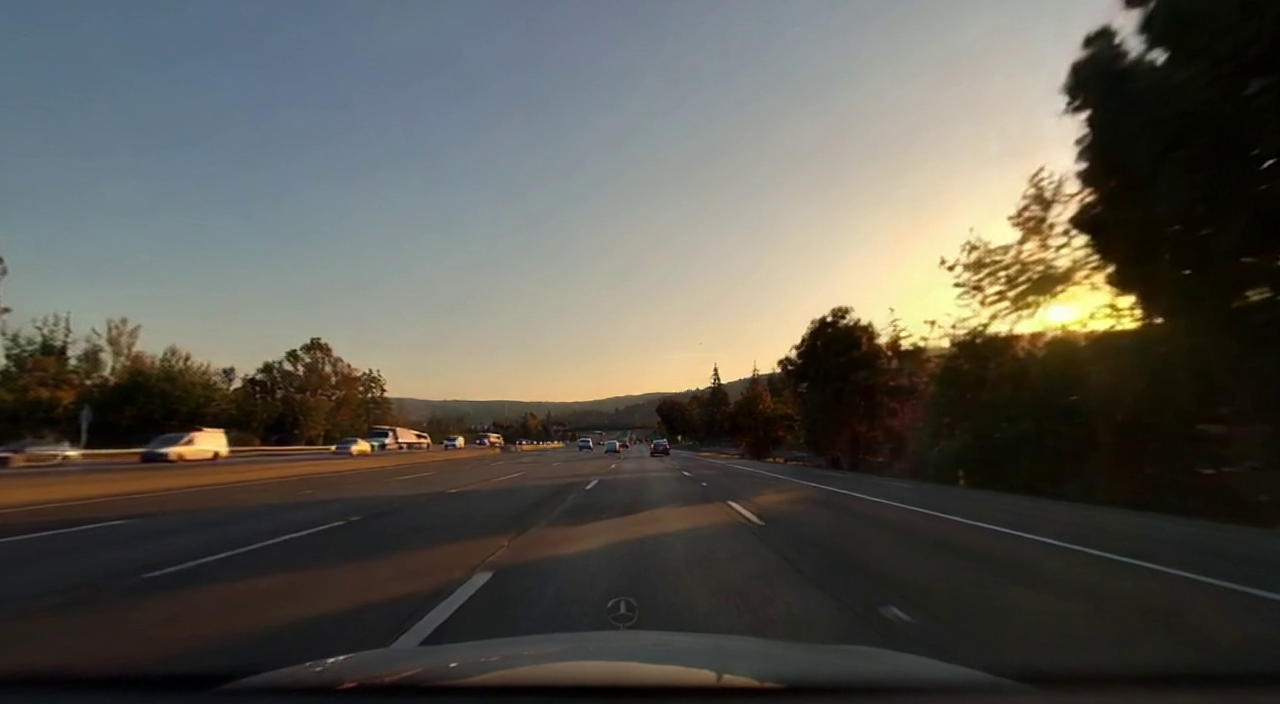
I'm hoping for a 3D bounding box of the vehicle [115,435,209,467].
[{"bbox_3d":[-27.877,5.778,37.043,1.953,1.700,4.559,0,-8,0],"label":"vehicle"}]
